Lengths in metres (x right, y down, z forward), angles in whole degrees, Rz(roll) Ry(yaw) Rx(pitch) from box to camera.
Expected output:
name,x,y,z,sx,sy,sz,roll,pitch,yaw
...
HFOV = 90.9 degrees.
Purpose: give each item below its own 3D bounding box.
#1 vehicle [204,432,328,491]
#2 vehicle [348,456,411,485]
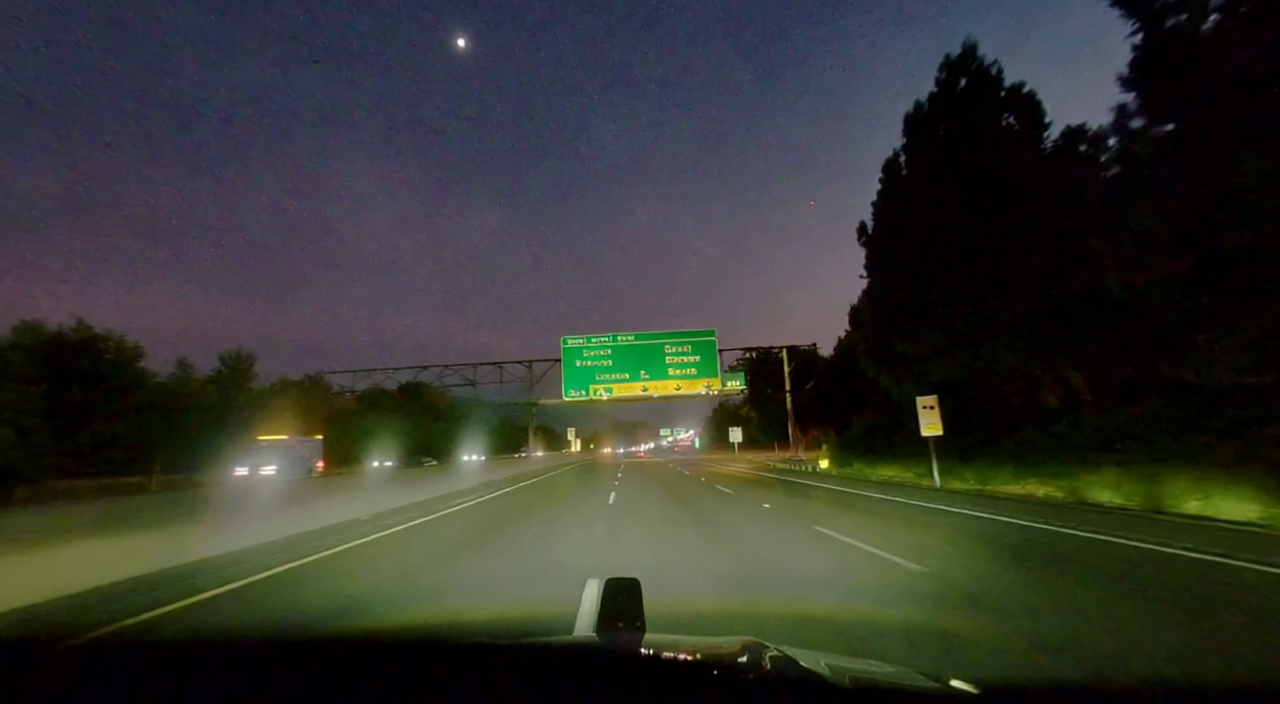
name,x,y,z,sx,sy,sz,roll,pitch,yaw
vehicle,-18.596,5.473,31.853,2.383,2.644,6.169,0,-9,0
vehicle,-14.401,6.568,35.040,1.870,1.449,3.742,0,-9,0
